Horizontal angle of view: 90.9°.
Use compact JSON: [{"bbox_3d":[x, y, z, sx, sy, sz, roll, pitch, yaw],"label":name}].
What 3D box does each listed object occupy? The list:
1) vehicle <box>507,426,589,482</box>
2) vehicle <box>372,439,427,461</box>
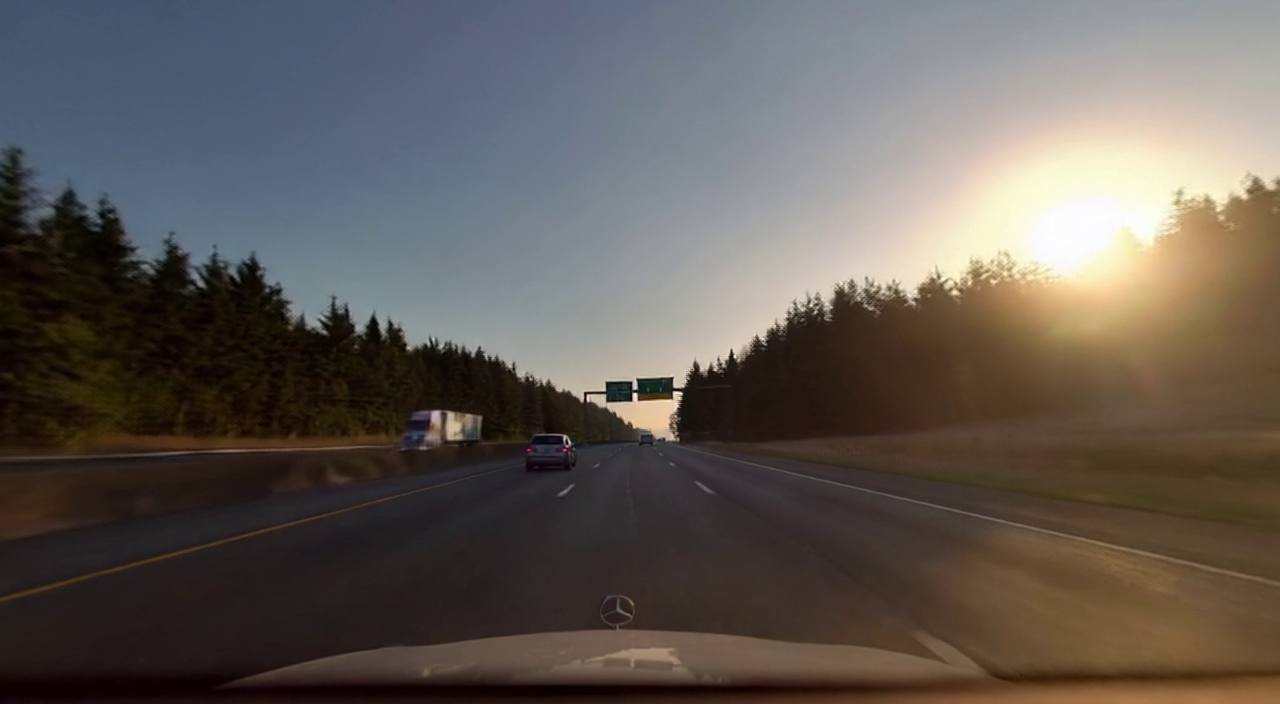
[{"bbox_3d":[-2.939,3.346,20.987,2.084,1.654,4.080,0,-8,0],"label":"vehicle"},{"bbox_3d":[-16.704,6.807,43.989,1.960,1.444,4.553,0,-8,1],"label":"vehicle"}]
